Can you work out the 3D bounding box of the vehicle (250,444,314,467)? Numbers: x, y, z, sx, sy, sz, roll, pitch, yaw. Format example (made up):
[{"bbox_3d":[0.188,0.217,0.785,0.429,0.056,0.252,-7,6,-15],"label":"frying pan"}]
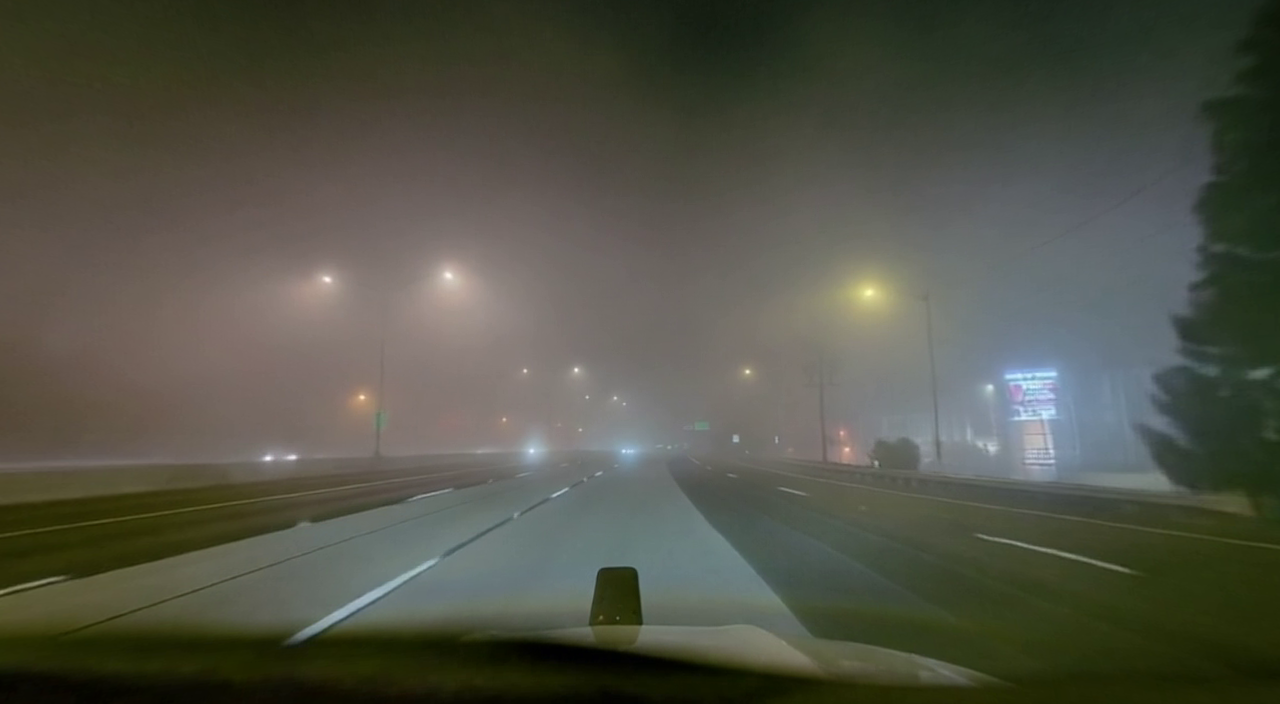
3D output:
[{"bbox_3d":[-27.381,7.885,48.491,2.034,1.642,4.759,0,-8,2],"label":"vehicle"}]
